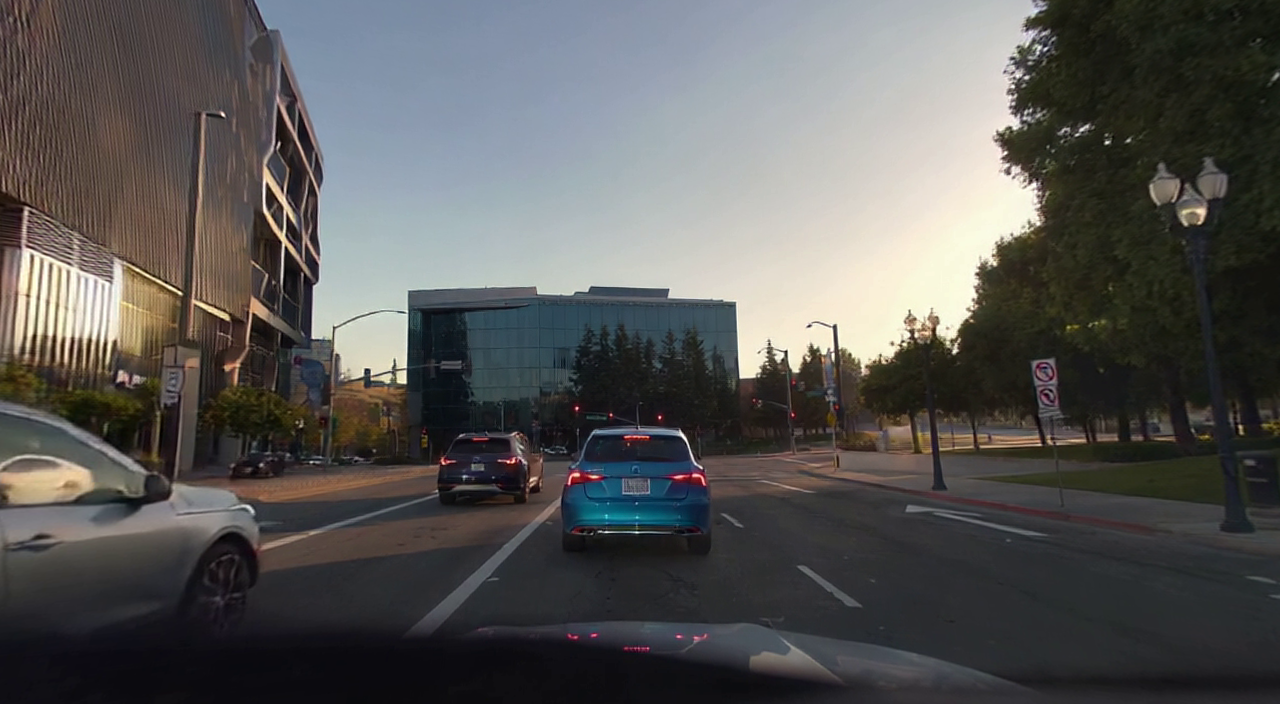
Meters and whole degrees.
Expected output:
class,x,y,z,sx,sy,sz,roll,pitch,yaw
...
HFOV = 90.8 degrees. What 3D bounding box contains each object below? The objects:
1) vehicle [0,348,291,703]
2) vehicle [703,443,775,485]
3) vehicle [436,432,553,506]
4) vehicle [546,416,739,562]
class,x,y,z,sx,sy,sz,roll,pitch,yaw
vehicle,-3.598,0.812,2.325,2.083,1.691,4.398,0,-8,0
vehicle,3.705,4.260,24.457,2.082,1.445,4.426,0,-8,0
vehicle,-3.625,2.989,16.587,2.068,1.678,4.199,0,-8,0
vehicle,0.008,1.885,9.405,2.207,1.659,4.155,0,-8,0
